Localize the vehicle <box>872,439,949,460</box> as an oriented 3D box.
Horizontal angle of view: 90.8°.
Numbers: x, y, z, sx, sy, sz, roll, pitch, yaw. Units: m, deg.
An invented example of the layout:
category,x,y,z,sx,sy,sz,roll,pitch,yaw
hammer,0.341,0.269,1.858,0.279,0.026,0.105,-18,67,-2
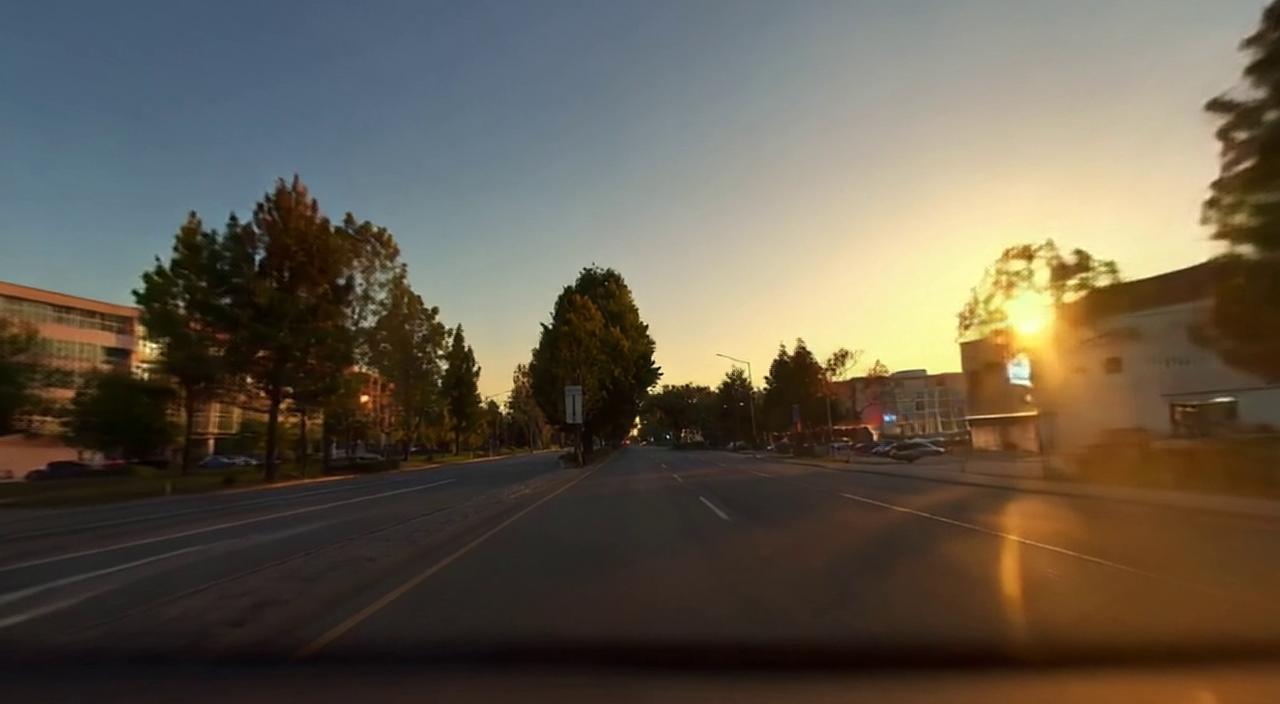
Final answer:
category,x,y,z,sx,sy,sz,roll,pitch,yaw
vehicle,20.096,7.268,47.053,4.805,1.473,2.046,0,-8,-3
